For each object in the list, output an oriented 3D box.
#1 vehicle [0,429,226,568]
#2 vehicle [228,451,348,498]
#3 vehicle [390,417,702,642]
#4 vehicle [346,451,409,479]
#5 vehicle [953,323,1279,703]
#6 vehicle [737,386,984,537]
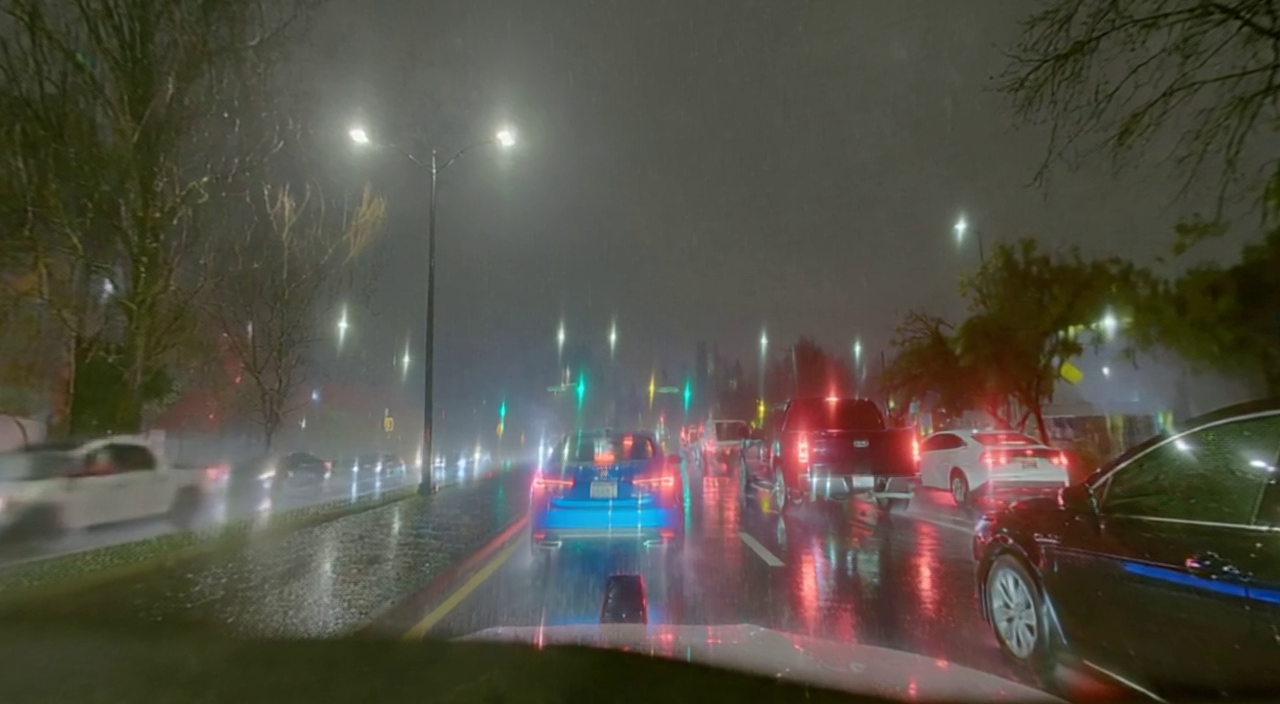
[{"bbox_3d":[-8.943,2.087,9.578,1.986,1.712,4.686,0,-8,1],"label":"vehicle"},{"bbox_3d":[-12.653,4.398,22.916,1.926,1.519,4.104,0,-9,1],"label":"vehicle"},{"bbox_3d":[-0.582,1.502,6.332,2.111,1.506,4.018,0,-9,2],"label":"vehicle"},{"bbox_3d":[-15.848,6.810,38.156,1.966,1.563,4.203,0,-9,1],"label":"vehicle"},{"bbox_3d":[3.158,0.760,2.077,1.982,1.709,4.427,0,-9,1],"label":"vehicle"},{"bbox_3d":[3.520,1.956,11.706,2.444,2.098,5.766,0,-9,-1],"label":"vehicle"}]
